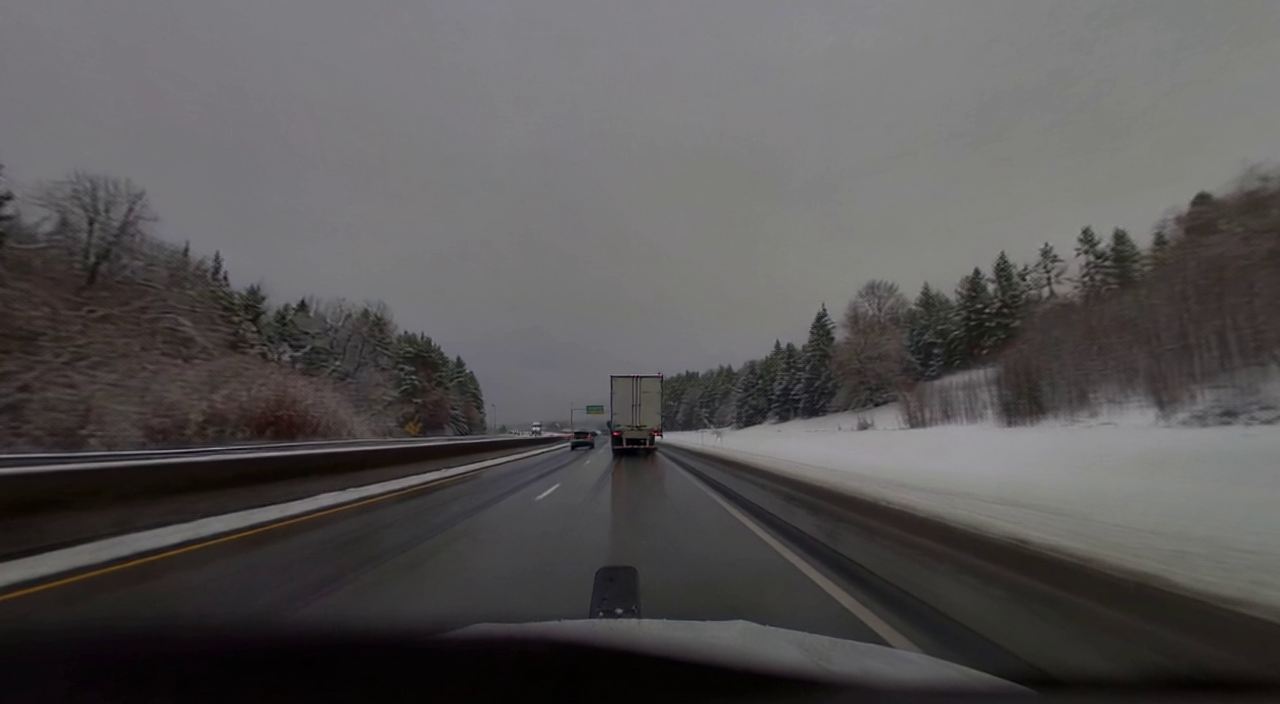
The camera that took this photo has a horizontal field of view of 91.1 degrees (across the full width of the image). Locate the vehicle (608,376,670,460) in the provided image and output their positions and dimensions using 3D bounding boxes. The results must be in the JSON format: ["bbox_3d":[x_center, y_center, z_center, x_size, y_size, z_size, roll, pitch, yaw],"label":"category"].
[{"bbox_3d":[-0.224,3.959,36.260,3.013,4.016,11.496,0,-8,-2],"label":"vehicle"}]
